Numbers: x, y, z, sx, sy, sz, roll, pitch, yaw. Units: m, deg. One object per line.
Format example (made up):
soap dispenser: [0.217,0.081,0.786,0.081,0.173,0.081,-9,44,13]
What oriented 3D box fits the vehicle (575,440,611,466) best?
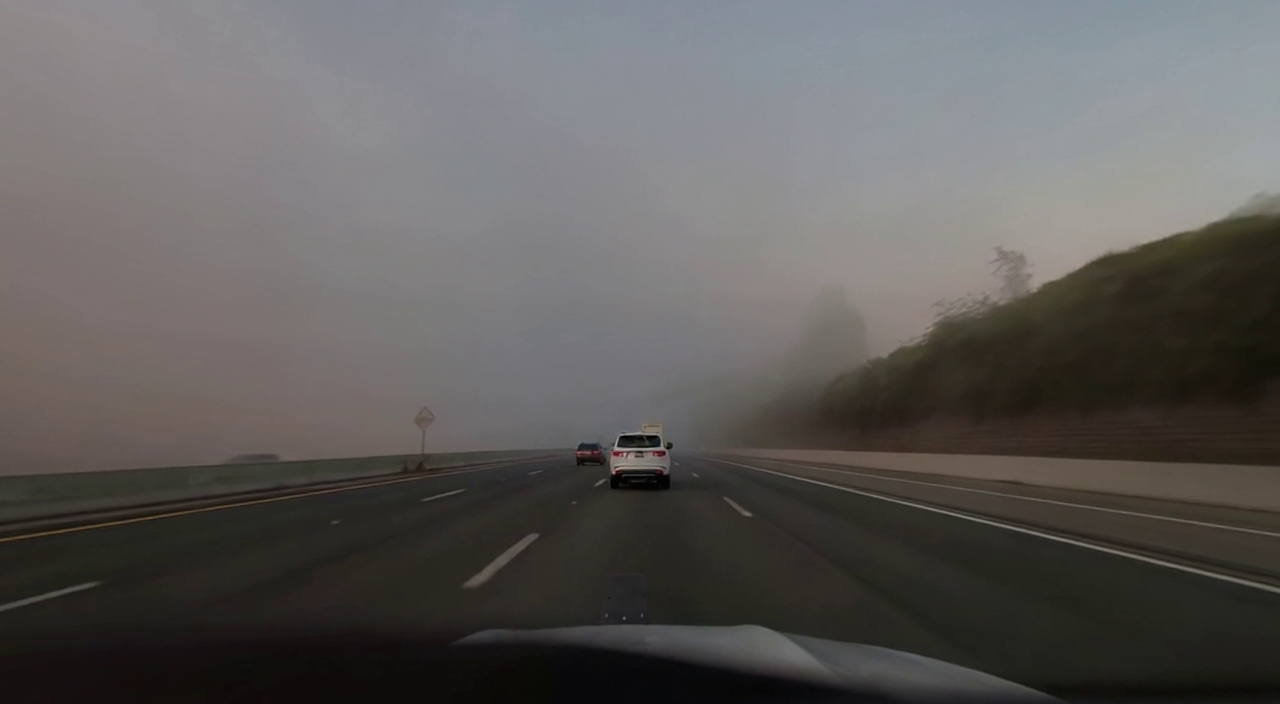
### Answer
vehicle: [-2.913,6.371,40.017,1.927,1.555,3.959,0,-8,1]

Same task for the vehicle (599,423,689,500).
vehicle: [0.107,2.895,17.041,2.114,1.787,4.365,0,-8,0]
